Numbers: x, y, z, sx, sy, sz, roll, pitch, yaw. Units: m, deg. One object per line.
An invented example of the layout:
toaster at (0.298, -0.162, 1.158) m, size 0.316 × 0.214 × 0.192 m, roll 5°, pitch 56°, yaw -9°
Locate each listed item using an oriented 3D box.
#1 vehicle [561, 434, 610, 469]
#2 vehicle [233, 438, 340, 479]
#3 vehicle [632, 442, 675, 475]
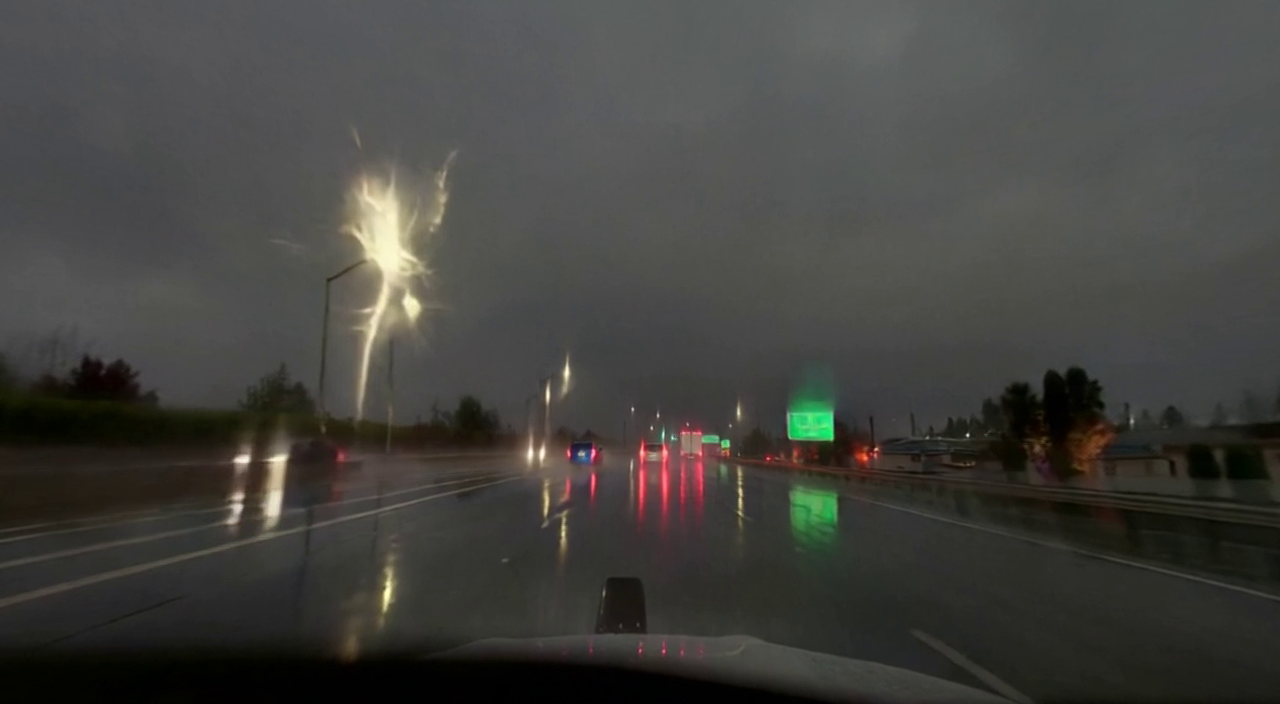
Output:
vehicle at (-3.082, 5.751, 36.541) m, size 2.264 × 1.901 × 4.647 m, roll 0°, pitch -9°, yaw 2°
vehicle at (-17.208, 5.218, 31.052) m, size 2.111 × 1.802 × 5.196 m, roll 0°, pitch -9°, yaw 2°
vehicle at (0.704, 5.518, 32.794) m, size 2.086 × 1.548 × 4.325 m, roll 0°, pitch -9°, yaw 1°
